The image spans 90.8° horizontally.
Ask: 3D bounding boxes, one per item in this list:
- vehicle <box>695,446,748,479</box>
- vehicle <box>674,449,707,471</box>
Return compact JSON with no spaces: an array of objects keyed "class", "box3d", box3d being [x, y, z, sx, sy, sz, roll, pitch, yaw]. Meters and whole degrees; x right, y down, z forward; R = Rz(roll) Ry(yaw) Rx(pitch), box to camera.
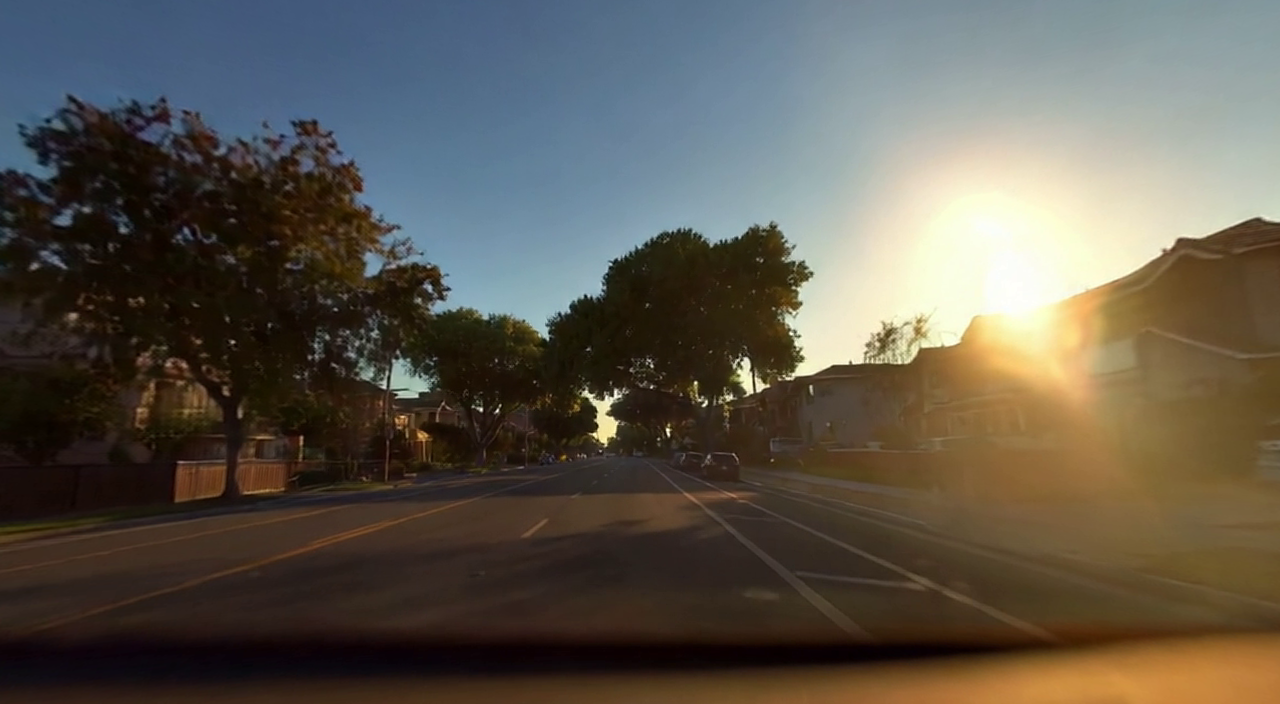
[{"class":"vehicle","box3d":[4.177,5.770,33.160,1.971,1.558,4.895,0,-10,-2]},{"class":"vehicle","box3d":[3.868,8.347,49.009,1.938,1.464,4.390,0,-8,-4]}]
